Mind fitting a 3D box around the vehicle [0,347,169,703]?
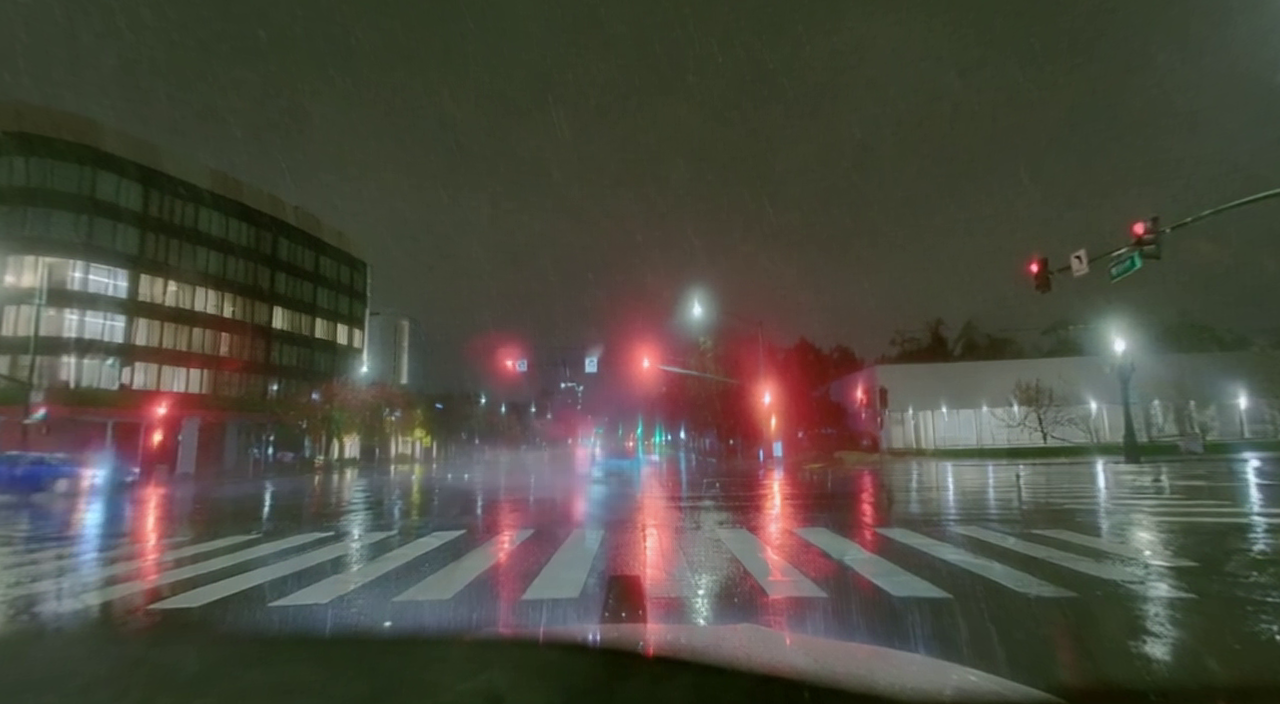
[{"bbox_3d":[-3.635,0.616,1.061,2.109,1.692,4.587,0,-8,0],"label":"vehicle"}]
